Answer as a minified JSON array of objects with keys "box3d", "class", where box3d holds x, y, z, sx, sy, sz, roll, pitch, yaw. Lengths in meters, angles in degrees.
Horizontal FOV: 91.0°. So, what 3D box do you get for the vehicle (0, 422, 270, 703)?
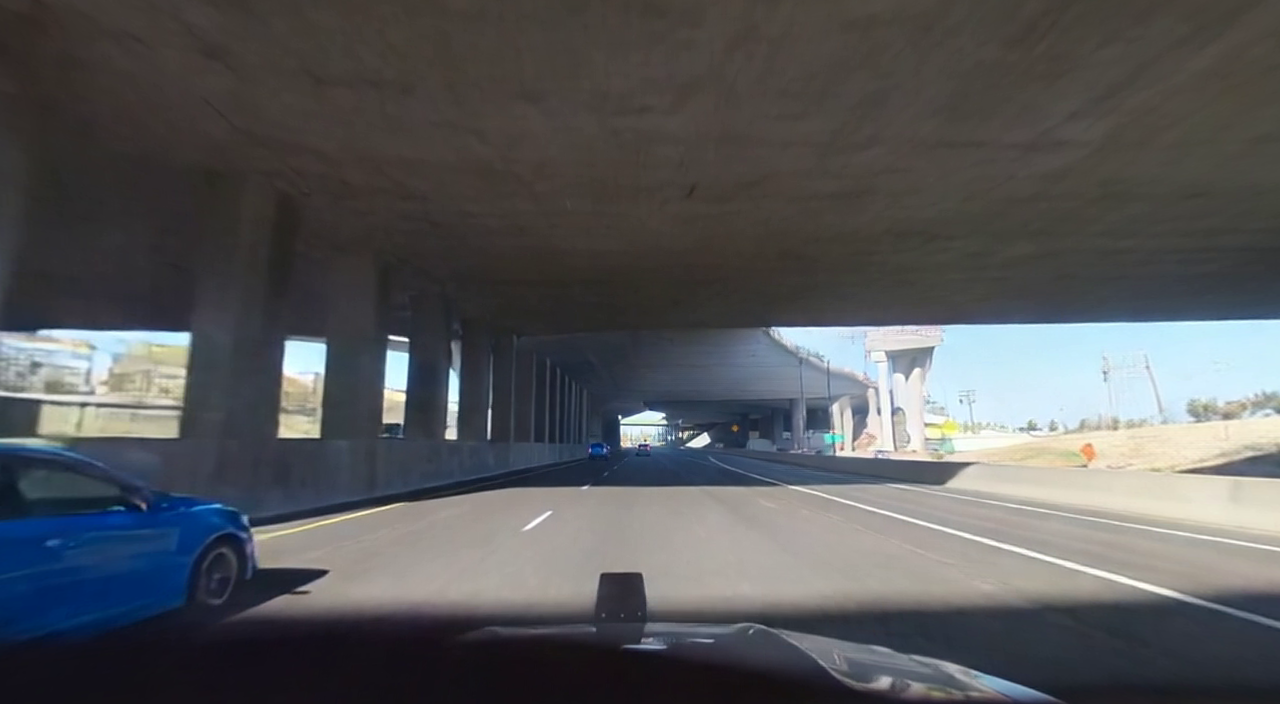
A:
[{"box3d":[-3.952,1.041,2.756,2.044,1.478,4.114,0,-9,2],"class":"vehicle"}]
